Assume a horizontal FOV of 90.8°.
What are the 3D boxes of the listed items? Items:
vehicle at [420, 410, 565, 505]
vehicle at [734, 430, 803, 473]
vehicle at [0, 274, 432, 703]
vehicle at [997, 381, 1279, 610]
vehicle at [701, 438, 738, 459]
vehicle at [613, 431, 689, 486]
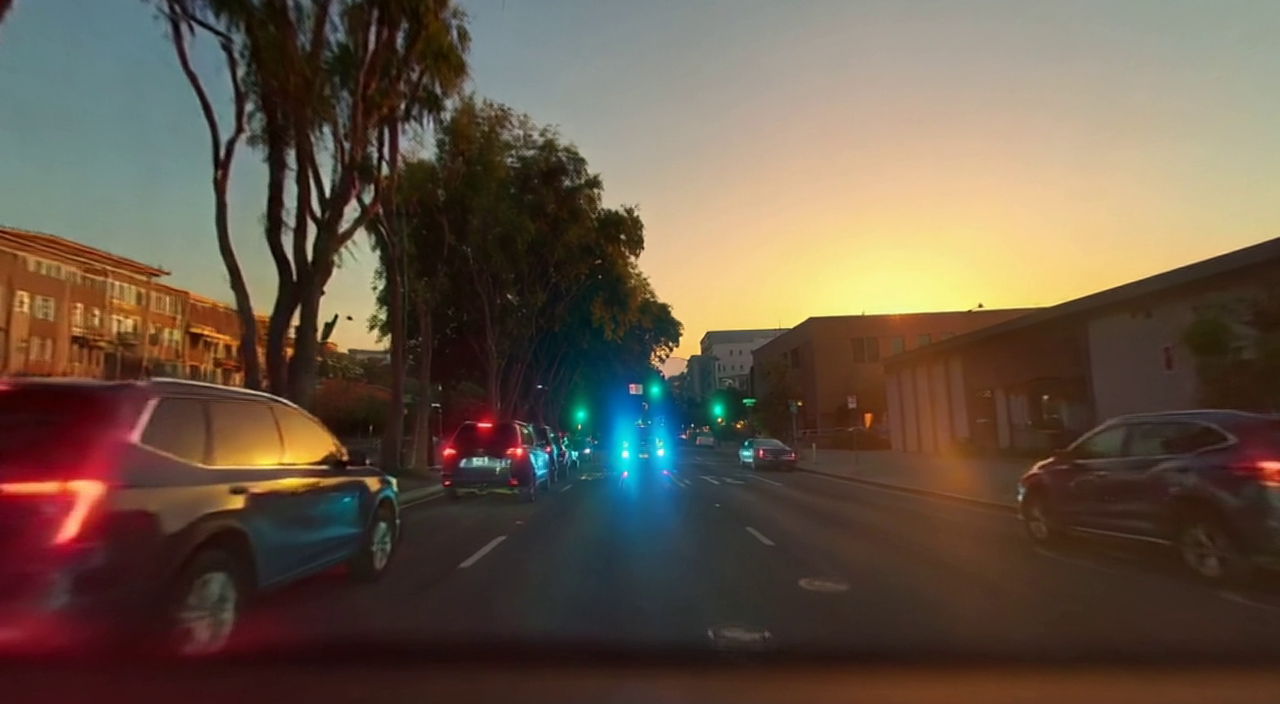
[{"bbox_3d":[-3.402,2.583,15.779,2.487,1.978,4.628,0,-9,0],"label":"vehicle"},{"bbox_3d":[6.194,4.872,31.063,2.300,1.903,4.579,0,-9,-1],"label":"vehicle"},{"bbox_3d":[-3.459,1.034,4.651,2.223,1.957,4.845,0,-9,0],"label":"vehicle"},{"bbox_3d":[6.486,1.521,7.383,1.997,1.943,4.409,0,-9,0],"label":"vehicle"},{"bbox_3d":[6.030,7.402,48.462,1.986,1.477,4.510,0,-9,-3],"label":"vehicle"},{"bbox_3d":[0.241,3.401,20.419,2.201,1.589,3.843,0,-9,-2],"label":"vehicle"}]
